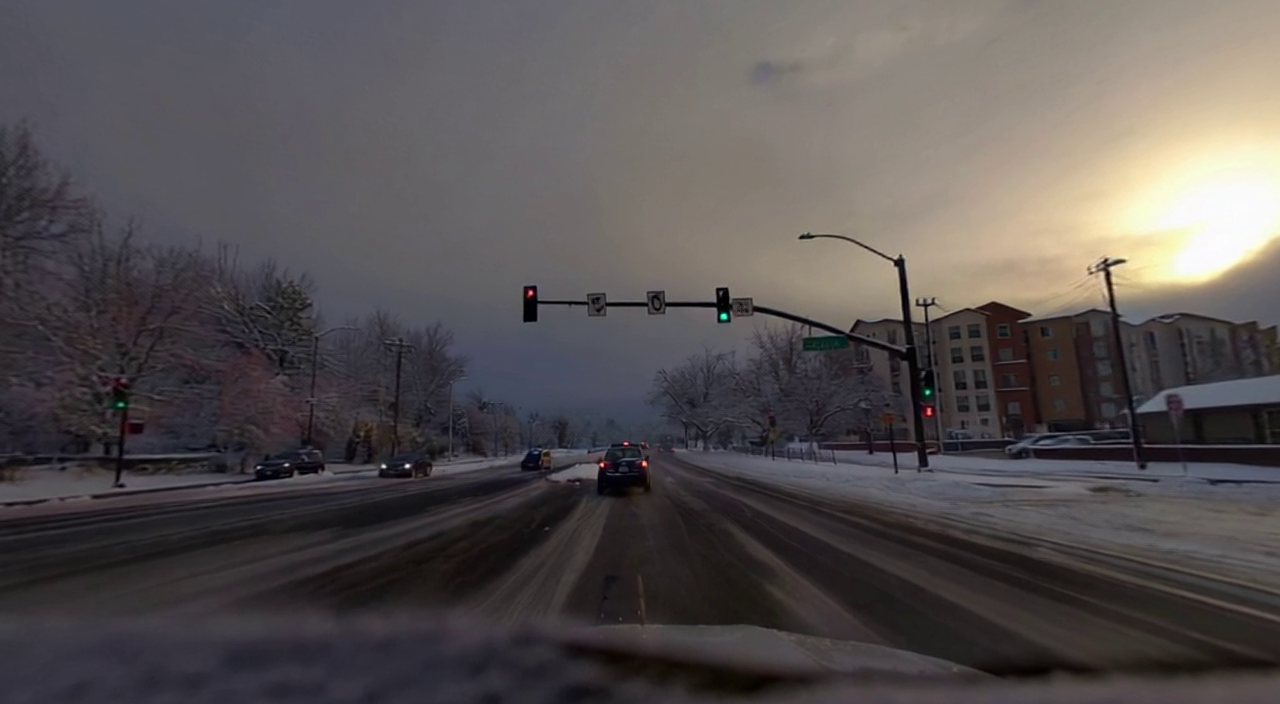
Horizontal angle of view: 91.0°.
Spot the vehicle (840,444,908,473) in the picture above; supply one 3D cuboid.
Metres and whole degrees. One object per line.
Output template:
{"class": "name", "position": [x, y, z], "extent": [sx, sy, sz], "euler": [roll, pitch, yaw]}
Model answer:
{"class": "vehicle", "position": [12.709, 5.798, 34.503], "extent": [1.849, 1.429, 4.335], "euler": [0, -9, -3]}

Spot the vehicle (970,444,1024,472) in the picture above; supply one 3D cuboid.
{"class": "vehicle", "position": [19.862, 5.862, 34.950], "extent": [1.717, 1.444, 3.788], "euler": [-8, -11, 41]}

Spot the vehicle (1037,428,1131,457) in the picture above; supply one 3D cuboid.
{"class": "vehicle", "position": [31.087, 6.391, 44.158], "extent": [5.079, 1.893, 2.254], "euler": [2, -11, -9]}

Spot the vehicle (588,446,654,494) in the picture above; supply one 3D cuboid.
{"class": "vehicle", "position": [-0.599, 3.893, 21.218], "extent": [2.010, 1.447, 4.121], "euler": [0, -9, 0]}

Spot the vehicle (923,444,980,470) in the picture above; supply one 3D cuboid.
{"class": "vehicle", "position": [18.980, 6.356, 38.294], "extent": [1.900, 1.490, 4.238], "euler": [-8, -11, 42]}

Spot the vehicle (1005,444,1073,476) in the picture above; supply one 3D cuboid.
{"class": "vehicle", "position": [19.789, 5.301, 31.115], "extent": [1.932, 1.430, 4.203], "euler": [-8, -12, 43]}

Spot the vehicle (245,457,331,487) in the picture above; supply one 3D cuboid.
{"class": "vehicle", "position": [-19.489, 6.622, 35.120], "extent": [2.018, 1.468, 4.768], "euler": [0, -9, 0]}

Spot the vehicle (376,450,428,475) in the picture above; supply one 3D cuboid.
{"class": "vehicle", "position": [-15.985, 7.443, 42.436], "extent": [1.947, 1.564, 3.809], "euler": [0, -9, 0]}
